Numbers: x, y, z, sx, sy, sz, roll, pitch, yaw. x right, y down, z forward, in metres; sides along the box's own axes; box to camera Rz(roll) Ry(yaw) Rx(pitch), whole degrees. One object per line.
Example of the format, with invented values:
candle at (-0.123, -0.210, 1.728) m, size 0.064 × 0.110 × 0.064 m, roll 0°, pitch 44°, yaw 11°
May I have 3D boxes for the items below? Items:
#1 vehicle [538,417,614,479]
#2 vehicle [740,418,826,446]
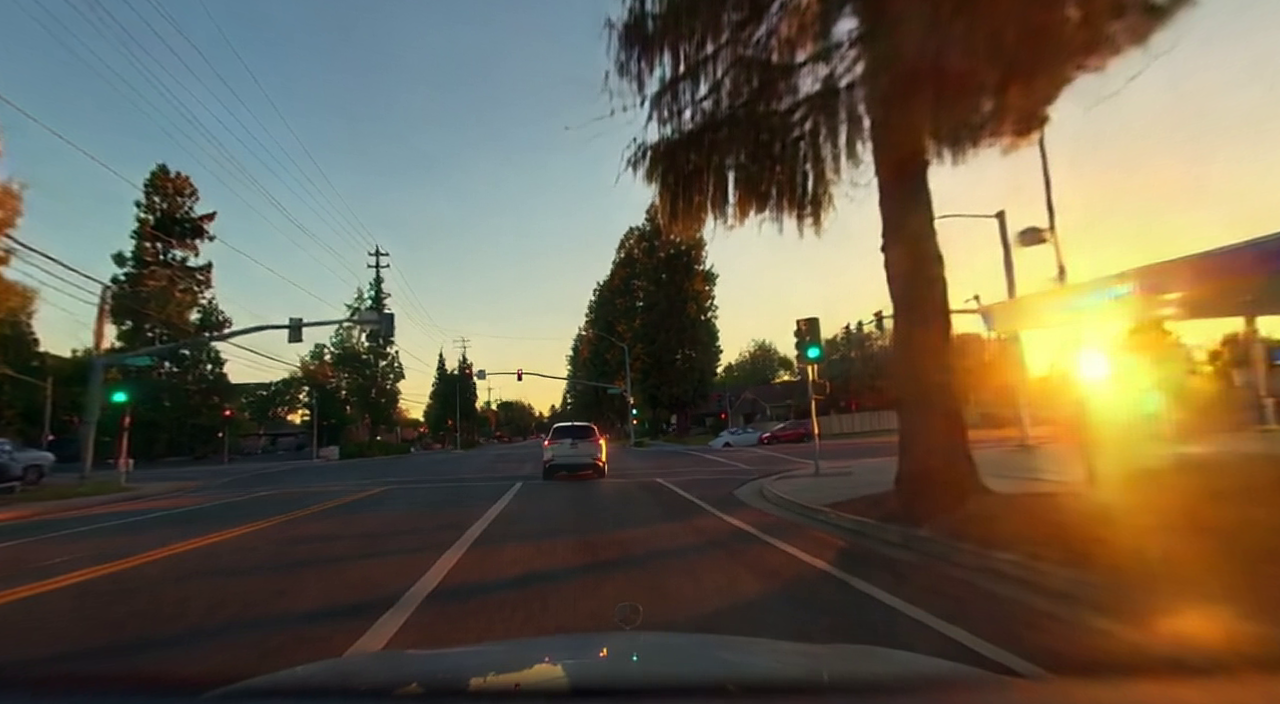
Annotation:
vehicle at (-2.151, 3.246, 21.405) m, size 2.300 × 1.868 × 4.690 m, roll 1°, pitch -8°, yaw -5°
vehicle at (9.385, 5.268, 41.474) m, size 5.149 × 1.725 × 1.964 m, roll 0°, pitch -8°, yaw -5°
